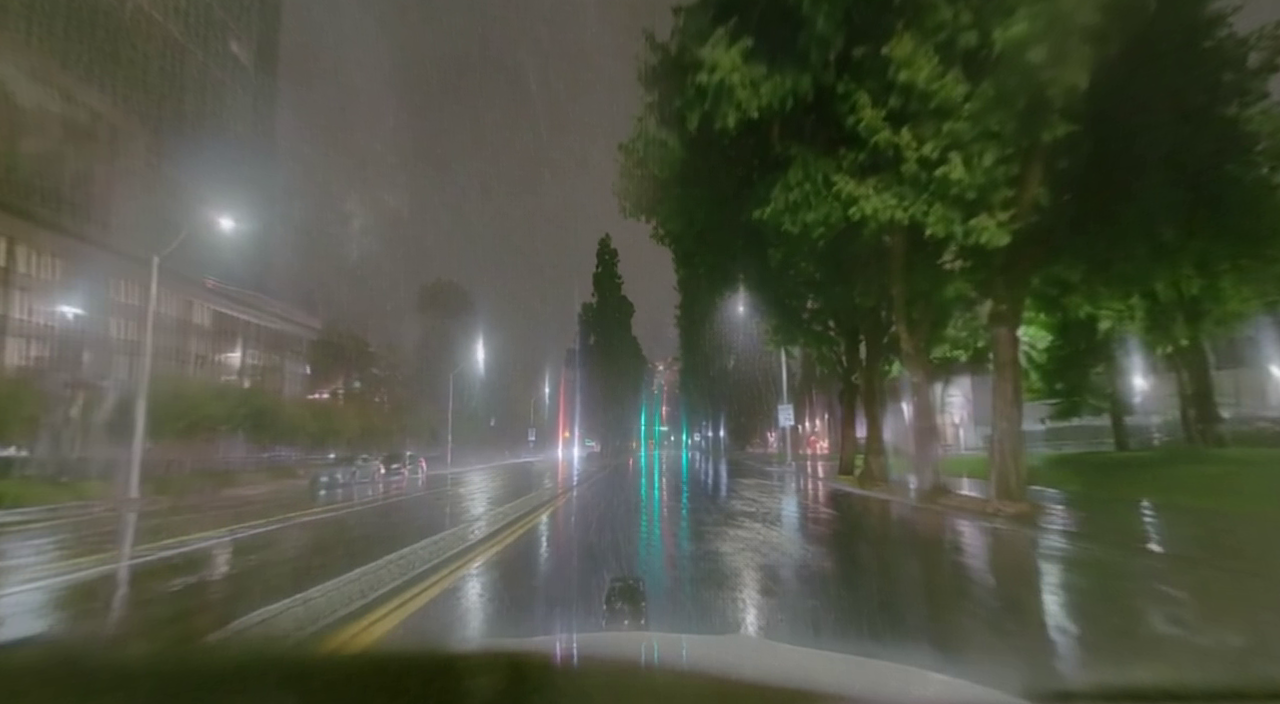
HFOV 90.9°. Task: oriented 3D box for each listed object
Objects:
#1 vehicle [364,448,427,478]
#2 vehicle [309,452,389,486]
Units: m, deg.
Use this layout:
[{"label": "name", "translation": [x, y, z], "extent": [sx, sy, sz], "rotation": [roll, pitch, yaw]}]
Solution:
[{"label": "vehicle", "translation": [-13.908, 6.315, 36.096], "extent": [1.816, 1.567, 3.957], "rotation": [-1, -8, 3]}, {"label": "vehicle", "translation": [-13.988, 5.628, 30.579], "extent": [1.835, 1.434, 4.325], "rotation": [0, -8, 0]}]
